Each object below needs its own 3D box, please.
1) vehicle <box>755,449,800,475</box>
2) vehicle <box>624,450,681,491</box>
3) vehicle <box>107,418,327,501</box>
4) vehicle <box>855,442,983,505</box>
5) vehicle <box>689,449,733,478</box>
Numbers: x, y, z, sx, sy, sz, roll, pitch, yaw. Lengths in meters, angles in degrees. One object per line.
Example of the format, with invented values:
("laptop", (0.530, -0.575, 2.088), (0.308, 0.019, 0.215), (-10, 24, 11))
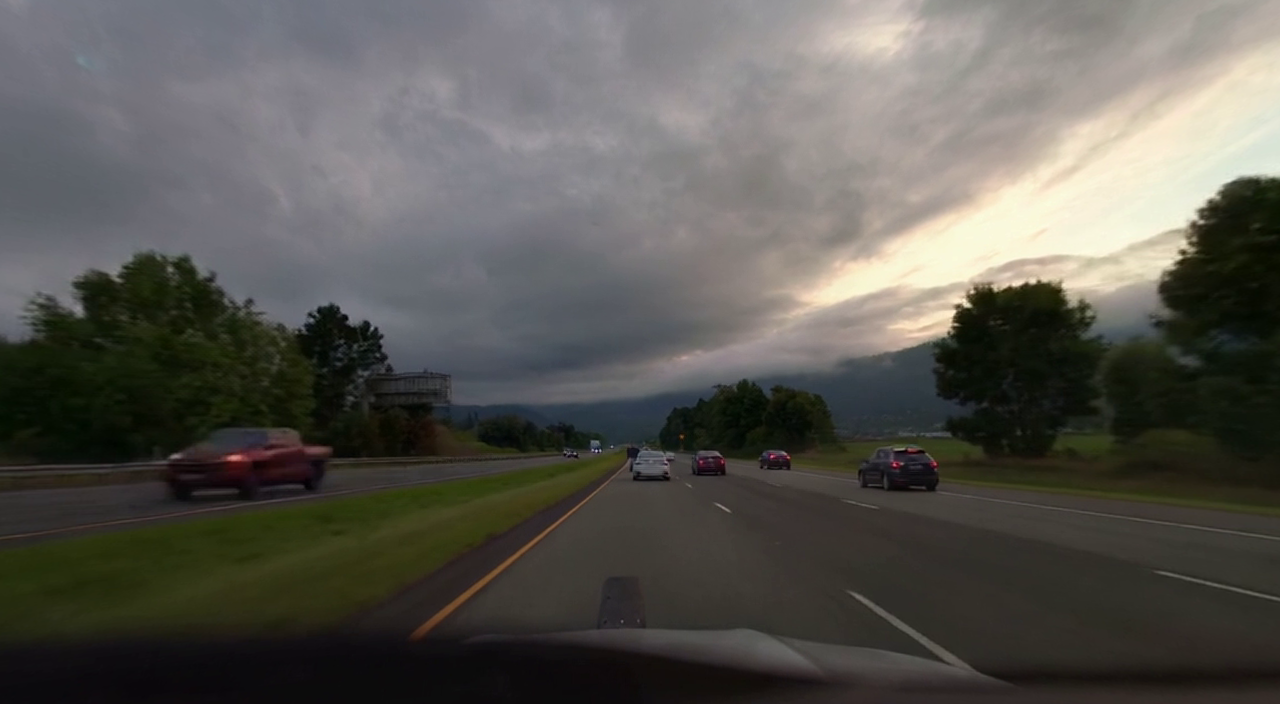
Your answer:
("vehicle", (8.786, 7.023, 40.484), (1.957, 1.594, 3.632), (0, -9, -1))
("vehicle", (0.438, 4.514, 24.339), (2.020, 1.426, 3.702), (0, -9, 0))
("vehicle", (-9.308, 2.425, 14.444), (2.037, 1.589, 4.257), (0, -9, 1))
("vehicle", (7.786, 3.404, 18.023), (1.847, 1.554, 3.752), (0, -9, -1))
("vehicle", (4.059, 6.418, 36.537), (1.981, 1.518, 4.029), (0, -9, -1))
